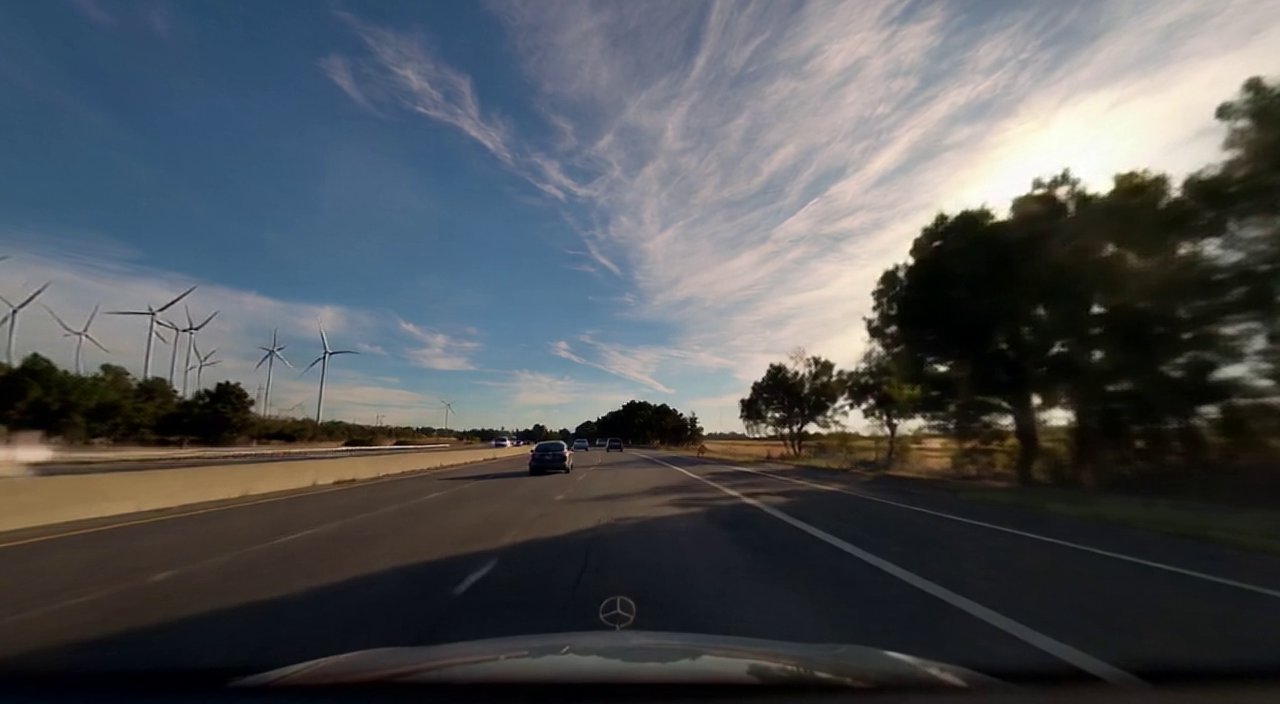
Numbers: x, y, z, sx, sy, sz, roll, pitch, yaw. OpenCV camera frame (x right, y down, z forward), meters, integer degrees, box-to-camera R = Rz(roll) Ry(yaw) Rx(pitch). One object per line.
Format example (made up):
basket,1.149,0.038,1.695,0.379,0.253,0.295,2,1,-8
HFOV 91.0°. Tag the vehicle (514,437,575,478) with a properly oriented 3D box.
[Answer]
vehicle,-3.956,4.430,26.786,2.053,1.549,4.097,0,-8,-2
